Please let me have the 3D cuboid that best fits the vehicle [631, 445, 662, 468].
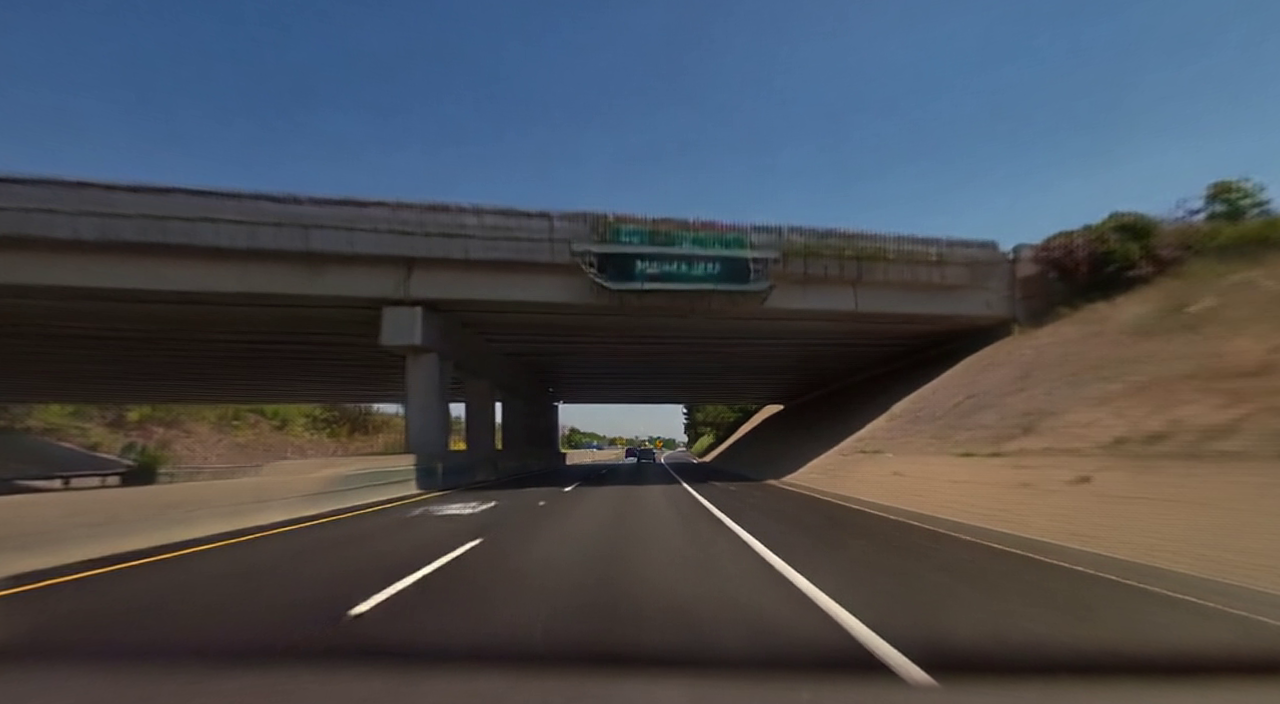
[{"bbox_3d":[0.515,7.855,47.471,2.221,1.603,4.149,0,-9,1],"label":"vehicle"}]
